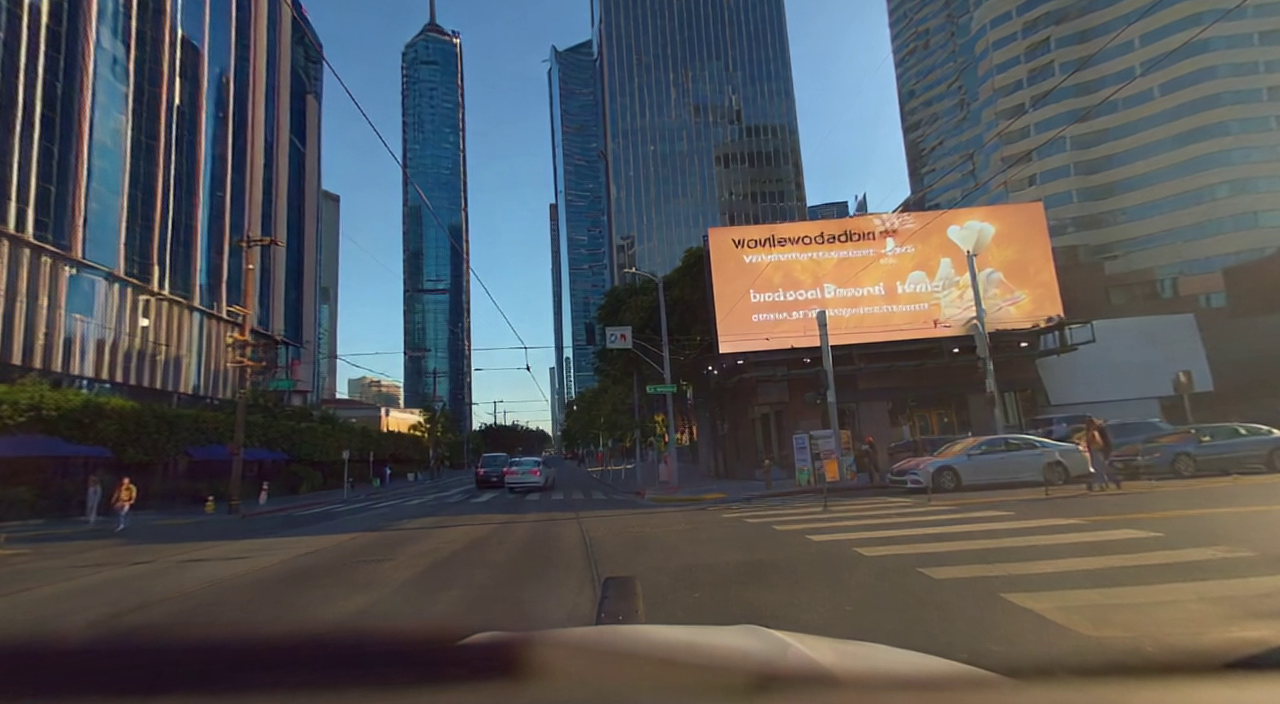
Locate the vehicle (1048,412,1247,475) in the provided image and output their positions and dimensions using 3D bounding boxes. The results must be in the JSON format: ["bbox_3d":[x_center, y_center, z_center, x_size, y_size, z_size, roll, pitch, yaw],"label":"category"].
[{"bbox_3d":[16.727,3.046,21.023,4.944,1.946,1.952,0,-8,-3],"label":"vehicle"}]

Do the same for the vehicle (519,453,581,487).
[{"bbox_3d":[-4.416,5.841,31.670,1.797,1.490,4.549,-1,-9,9],"label":"vehicle"}]

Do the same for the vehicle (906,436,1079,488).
[{"bbox_3d":[11.361,3.542,20.512,4.697,1.510,1.596,0,-9,-5],"label":"vehicle"}]

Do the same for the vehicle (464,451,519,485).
[{"bbox_3d":[-8.409,6.590,36.200,2.121,1.792,4.510,0,-8,-1],"label":"vehicle"}]

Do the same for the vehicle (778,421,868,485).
[{"bbox_3d":[7.536,4.154,26.566,2.316,2.425,4.466,1,-7,-2],"label":"vehicle"}]
